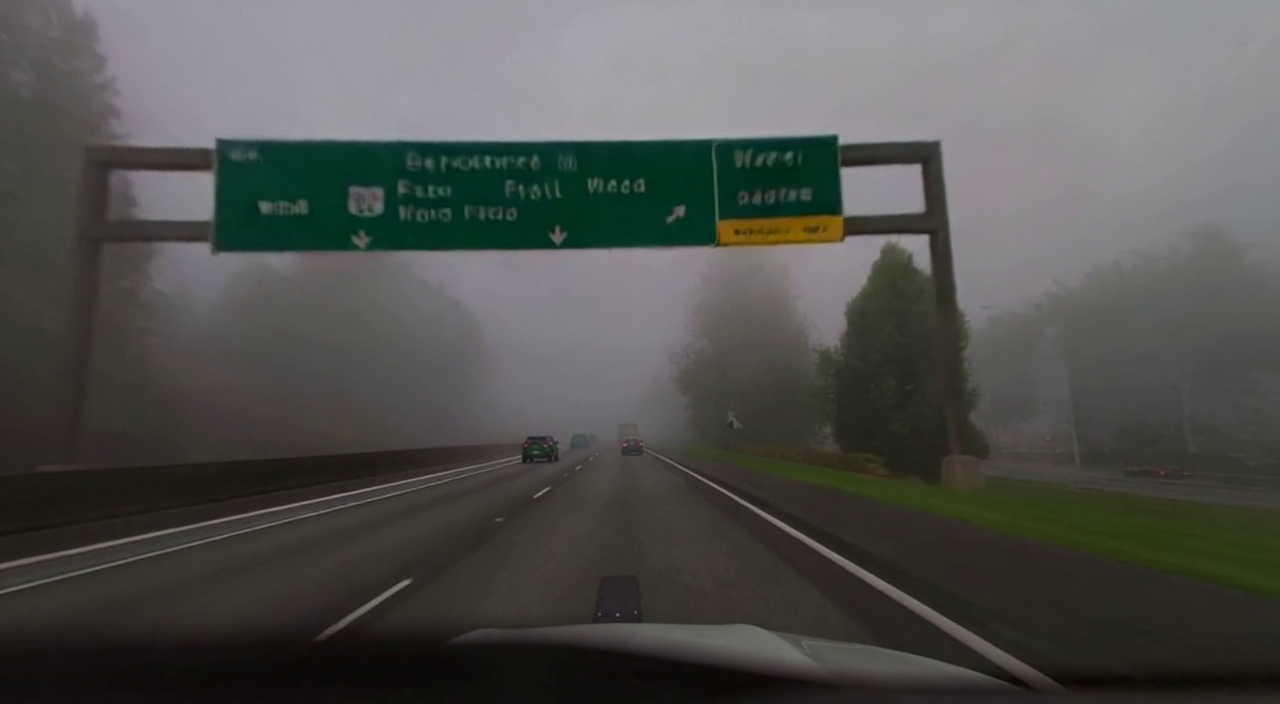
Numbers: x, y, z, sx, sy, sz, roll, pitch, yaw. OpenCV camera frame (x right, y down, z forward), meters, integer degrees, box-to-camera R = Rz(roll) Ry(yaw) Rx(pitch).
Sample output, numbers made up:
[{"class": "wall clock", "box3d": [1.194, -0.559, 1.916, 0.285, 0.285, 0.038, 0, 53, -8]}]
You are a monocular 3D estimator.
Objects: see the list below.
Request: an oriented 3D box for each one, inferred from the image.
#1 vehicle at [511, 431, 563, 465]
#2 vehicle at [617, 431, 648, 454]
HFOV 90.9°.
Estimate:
[{"class": "vehicle", "box3d": [-4.853, 4.574, 30.128, 1.959, 1.514, 3.668, 0, -8, -1]}, {"class": "vehicle", "box3d": [-0.566, 6.672, 46.488, 2.139, 1.561, 4.060, 0, -8, -1]}]
